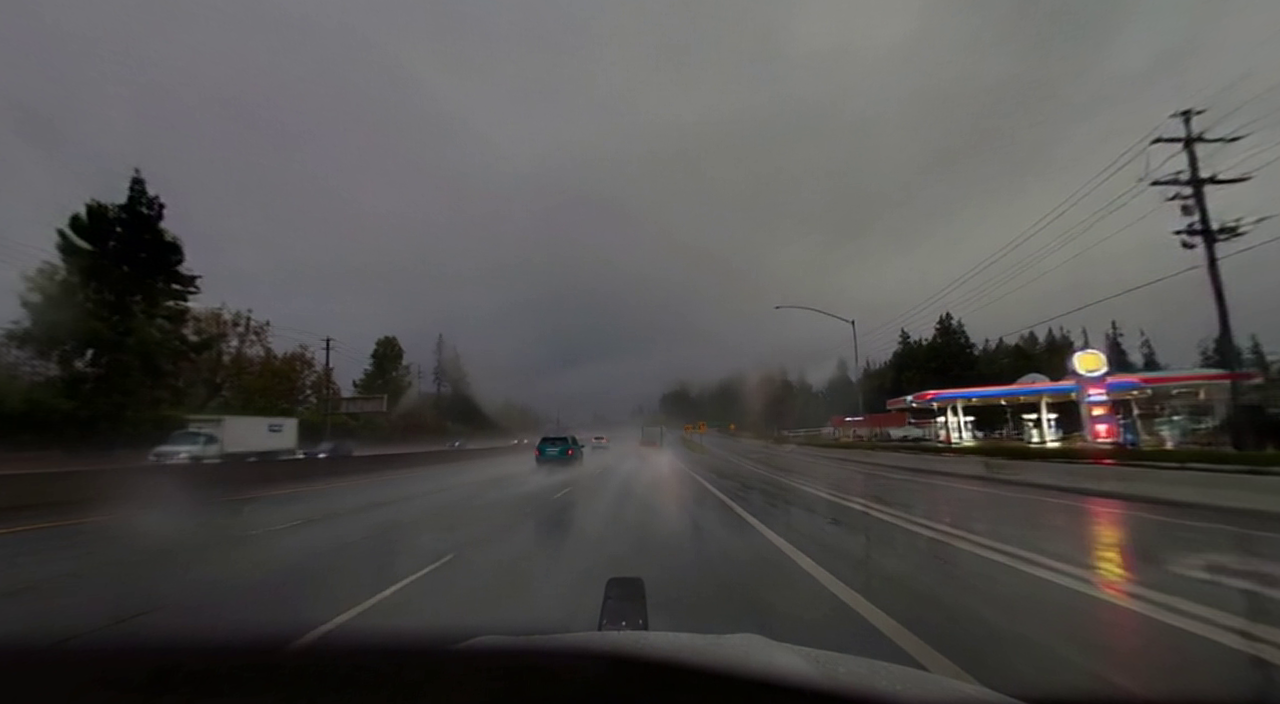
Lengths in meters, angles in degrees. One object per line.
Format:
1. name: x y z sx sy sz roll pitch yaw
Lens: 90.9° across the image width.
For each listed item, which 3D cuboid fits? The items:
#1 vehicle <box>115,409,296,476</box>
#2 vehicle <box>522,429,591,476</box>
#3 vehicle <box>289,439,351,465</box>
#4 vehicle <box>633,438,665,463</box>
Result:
1. vehicle: -27.274 5.855 40.836 3.043 3.655 12.198 0 -8 0
2. vehicle: -3.560 4.403 27.824 2.273 1.884 4.515 0 -8 2
3. vehicle: -22.882 7.174 45.270 2.108 1.758 4.475 0 -8 0
4. vehicle: 0.560 6.394 40.962 1.982 1.524 3.800 0 -8 -1
